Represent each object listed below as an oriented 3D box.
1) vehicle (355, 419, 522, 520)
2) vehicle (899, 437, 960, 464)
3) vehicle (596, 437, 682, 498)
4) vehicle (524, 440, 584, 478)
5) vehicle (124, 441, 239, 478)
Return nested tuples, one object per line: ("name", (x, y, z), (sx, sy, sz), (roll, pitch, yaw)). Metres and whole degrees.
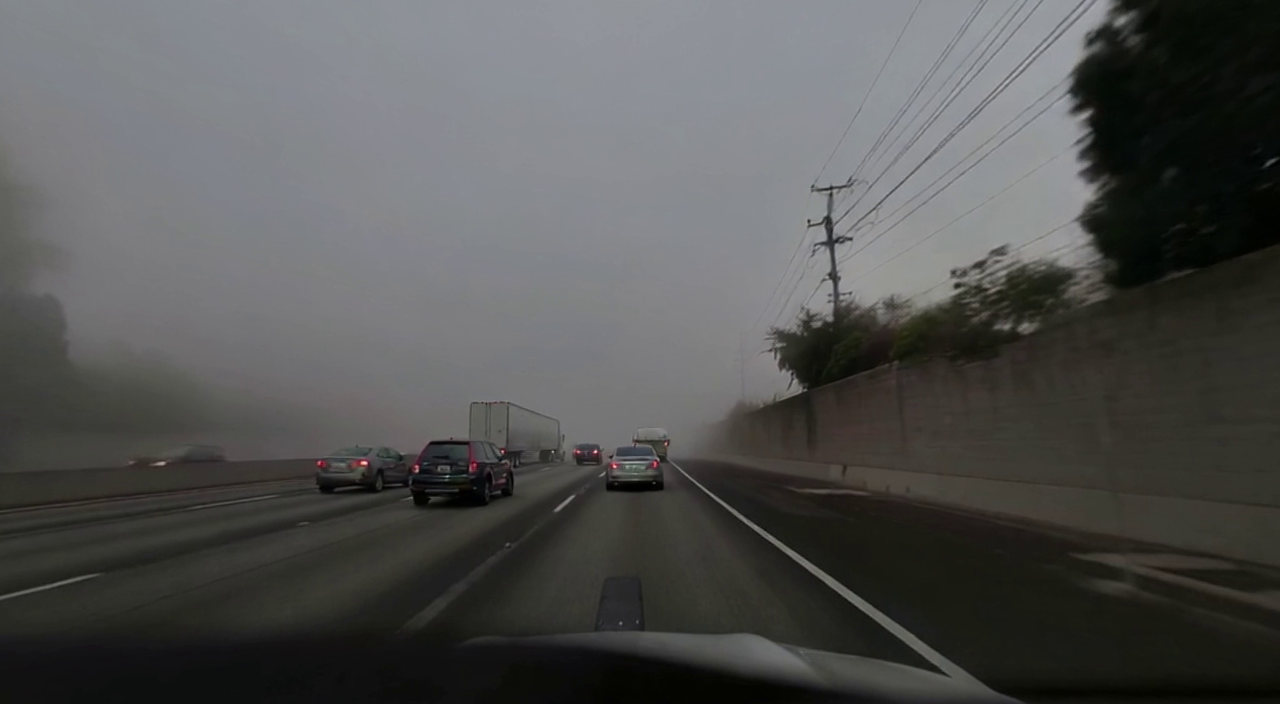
("vehicle", (-3.853, 2.326, 12.987), (1.923, 1.716, 4.289), (0, -9, 1))
("vehicle", (18.240, 6.222, 40.026), (1.936, 1.591, 4.362), (0, -8, 2))
("vehicle", (-0.045, 3.135, 17.465), (2.089, 1.477, 3.818), (0, -8, -1))
("vehicle", (-3.588, 4.537, 27.113), (1.870, 1.485, 4.304), (0, -8, 1))
("vehicle", (-19.933, 4.682, 27.746), (1.817, 1.490, 4.336), (0, -8, 0))
